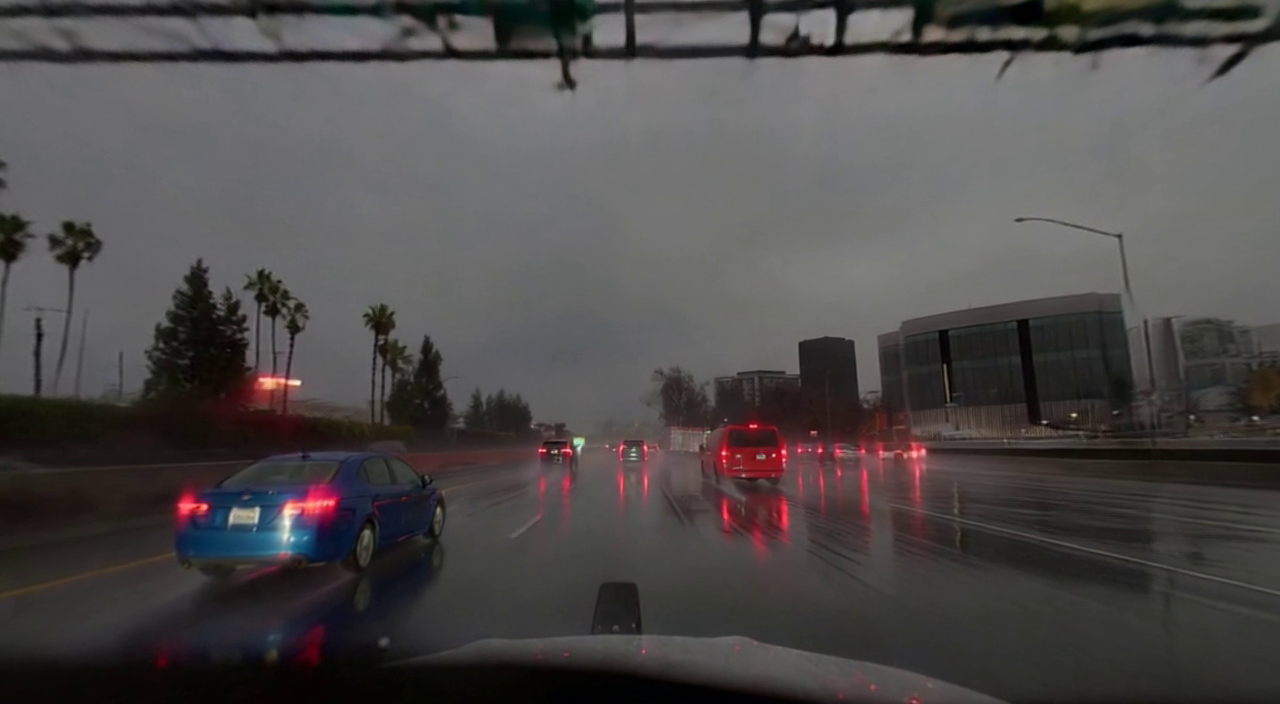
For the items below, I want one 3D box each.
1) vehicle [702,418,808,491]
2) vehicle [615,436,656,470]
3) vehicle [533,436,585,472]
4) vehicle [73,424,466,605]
[{"bbox_3d":[3.557,3.346,20.862,2.250,2.074,5.723,0,-9,-2],"label":"vehicle"},{"bbox_3d":[-0.273,5.693,35.598,2.212,1.786,4.198,0,-9,-1],"label":"vehicle"},{"bbox_3d":[-4.212,5.390,33.497,2.109,1.793,4.613,0,-9,0],"label":"vehicle"},{"bbox_3d":[-3.656,1.674,7.448,1.991,1.469,4.381,0,-9,0],"label":"vehicle"}]
